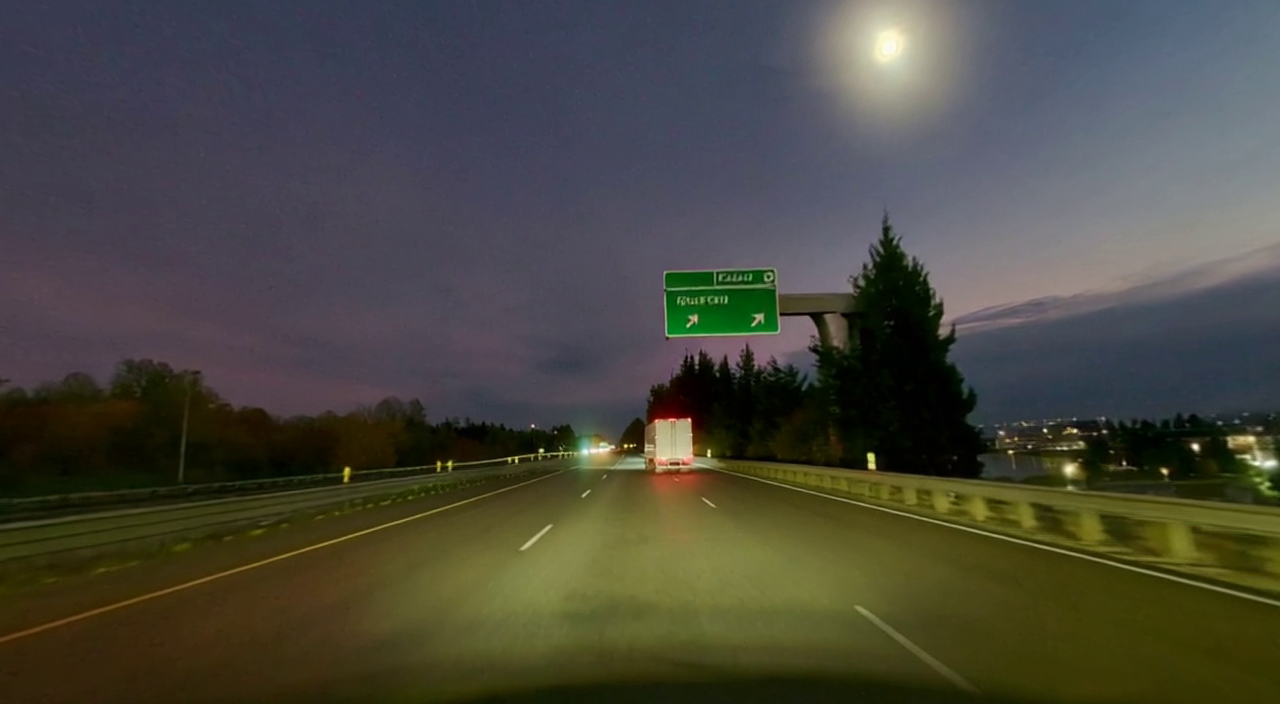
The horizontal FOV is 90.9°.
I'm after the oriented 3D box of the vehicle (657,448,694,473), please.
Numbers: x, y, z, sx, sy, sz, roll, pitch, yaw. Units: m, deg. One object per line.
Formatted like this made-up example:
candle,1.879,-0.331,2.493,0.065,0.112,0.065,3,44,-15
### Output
vehicle,2.169,6.724,39.235,2.036,1.457,3.471,0,-9,-1
